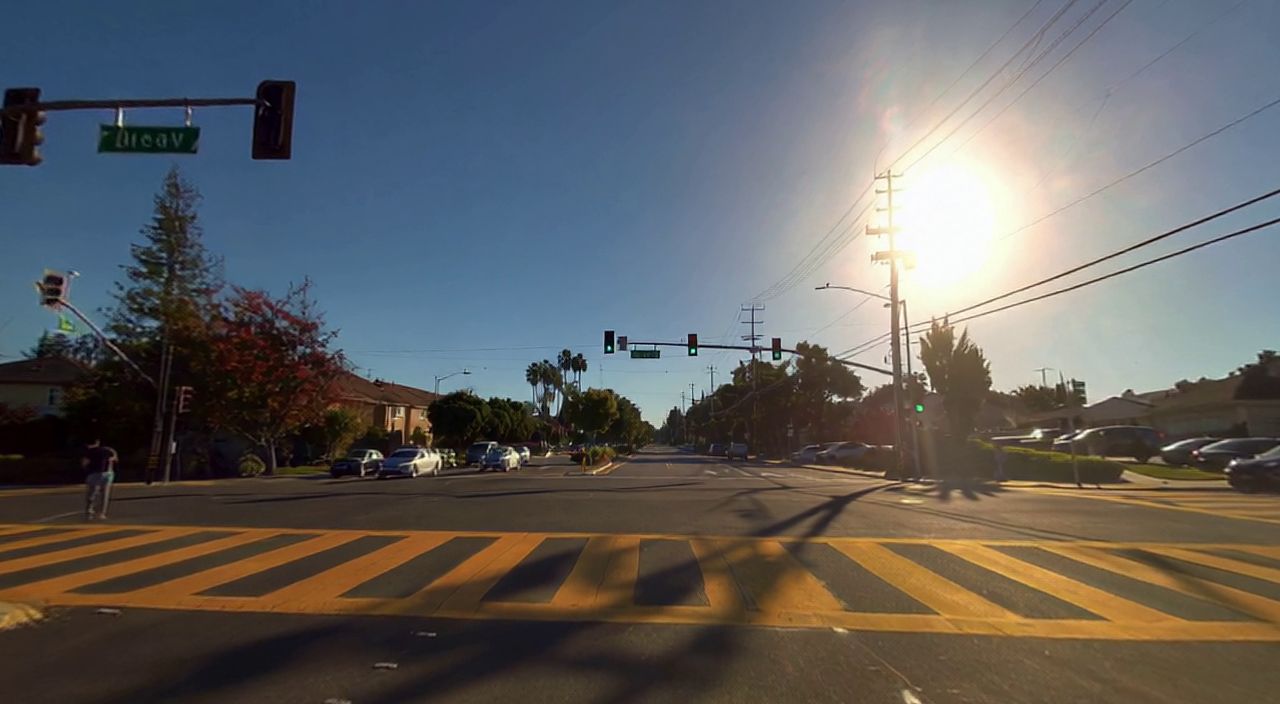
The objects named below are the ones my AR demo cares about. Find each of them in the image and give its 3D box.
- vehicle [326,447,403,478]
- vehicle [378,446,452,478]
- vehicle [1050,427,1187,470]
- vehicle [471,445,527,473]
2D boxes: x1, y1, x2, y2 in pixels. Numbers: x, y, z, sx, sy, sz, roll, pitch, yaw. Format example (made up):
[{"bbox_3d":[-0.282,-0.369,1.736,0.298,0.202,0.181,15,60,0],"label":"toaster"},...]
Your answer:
[{"bbox_3d":[-14.600,5.854,33.722,2.035,1.470,4.677,0,-8,0],"label":"vehicle"},{"bbox_3d":[-11.006,5.394,31.172,2.007,1.451,4.242,0,-8,1],"label":"vehicle"},{"bbox_3d":[25.248,5.105,33.570,2.177,2.086,5.514,2,-9,-14],"label":"vehicle"},{"bbox_3d":[-7.701,5.878,34.864,1.958,1.415,4.312,0,-8,2],"label":"vehicle"}]
